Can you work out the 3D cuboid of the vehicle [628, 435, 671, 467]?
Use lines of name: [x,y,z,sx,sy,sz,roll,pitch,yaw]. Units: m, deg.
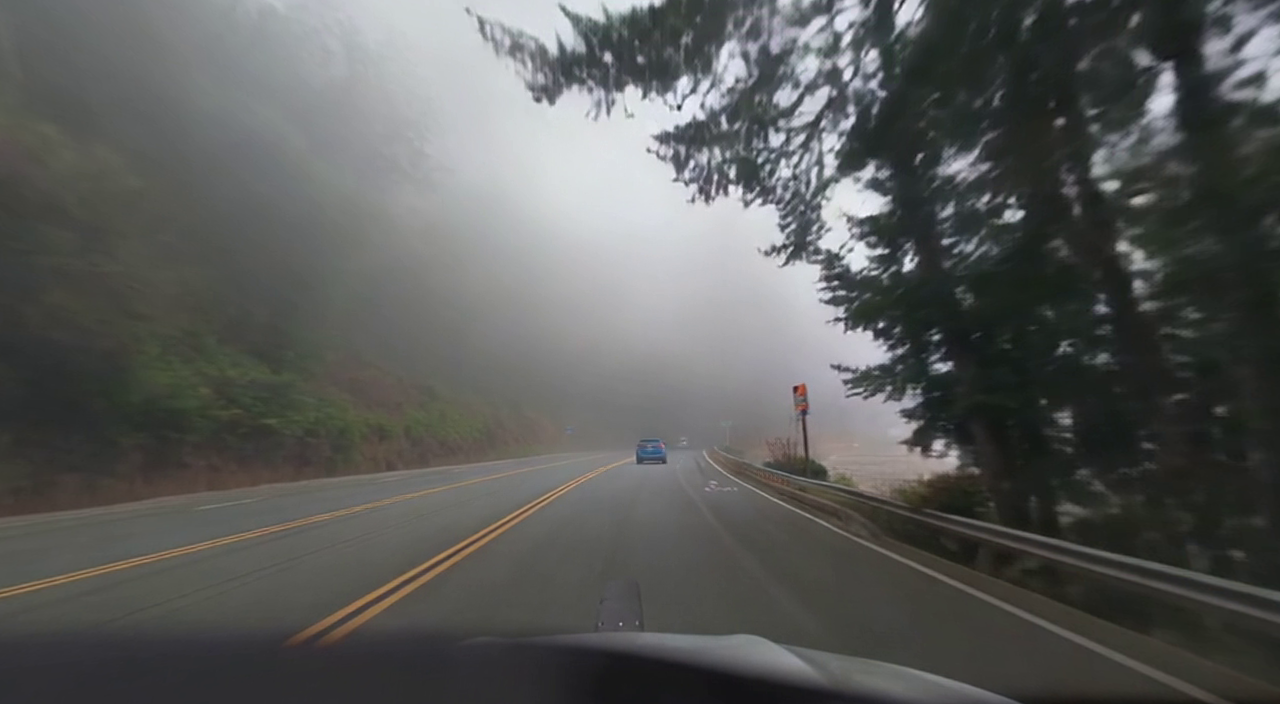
vehicle: [0.615,5.711,36.566,2.294,1.708,4.110,-1,-9,4]
